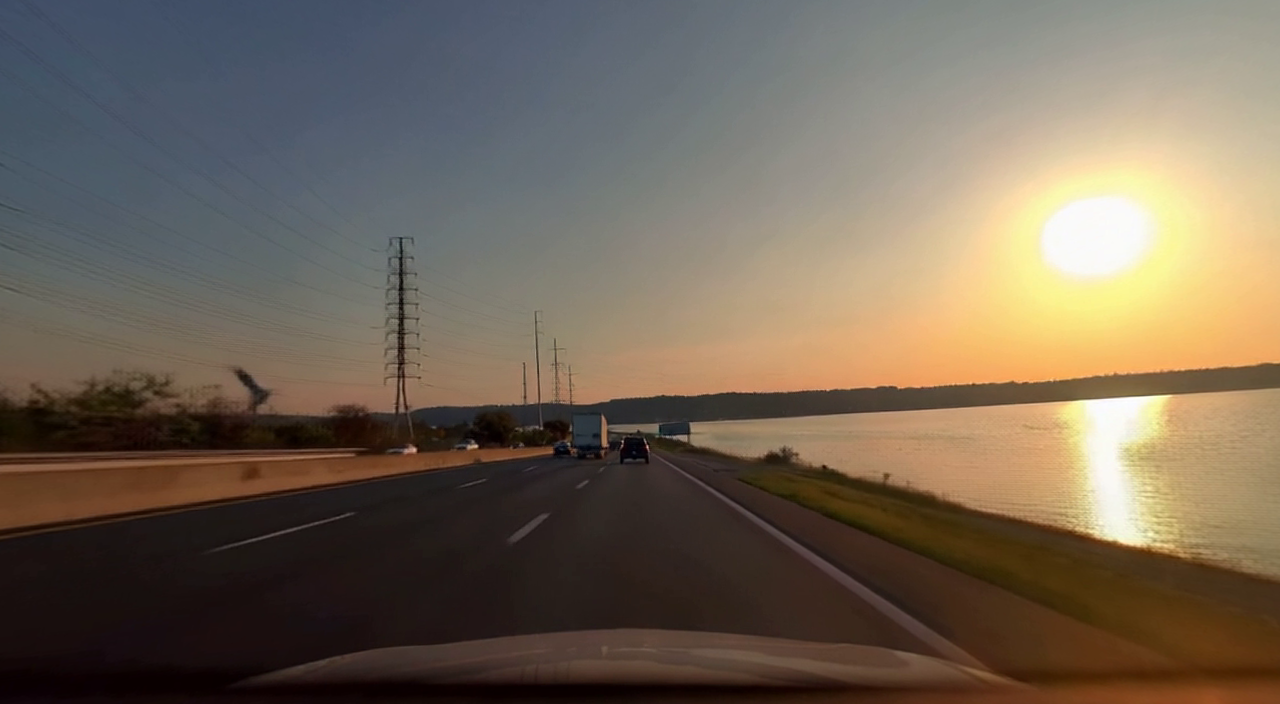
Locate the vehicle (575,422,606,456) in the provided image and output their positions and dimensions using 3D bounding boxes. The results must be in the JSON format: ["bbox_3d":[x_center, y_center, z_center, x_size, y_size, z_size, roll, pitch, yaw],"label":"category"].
[{"bbox_3d":[-3.741,6.682,48.236,2.178,2.522,2.054,0,-8,1],"label":"vehicle"}]

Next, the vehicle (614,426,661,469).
[{"bbox_3d":[-0.116,5.136,33.953,2.358,2.144,4.713,0,-8,0],"label":"vehicle"}]
